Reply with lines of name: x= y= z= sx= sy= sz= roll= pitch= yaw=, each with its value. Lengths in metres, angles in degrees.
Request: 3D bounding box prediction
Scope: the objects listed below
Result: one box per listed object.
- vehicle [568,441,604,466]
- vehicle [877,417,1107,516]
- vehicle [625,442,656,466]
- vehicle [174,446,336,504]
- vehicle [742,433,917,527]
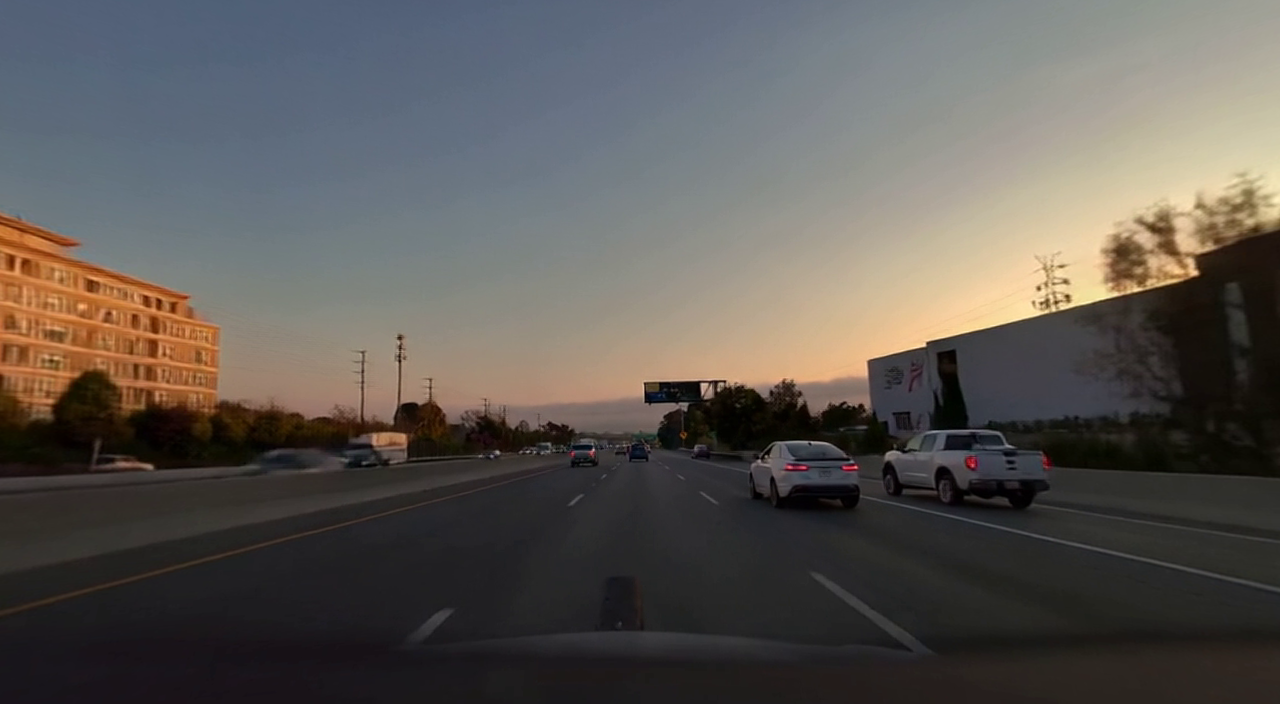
vehicle: x=-3.977 y=7.578 z=47.329 sx=2.256 sy=1.756 sz=4.745 roll=0 pitch=-9 yaw=0
vehicle: x=7.337 y=2.453 z=13.974 sx=2.176 sy=1.793 sz=4.841 roll=0 pitch=-9 yaw=-1
vehicle: x=0.009 y=7.479 z=46.481 sx=2.191 sy=1.685 sz=4.015 roll=0 pitch=-9 yaw=-1
vehicle: x=-11.078 y=3.532 z=18.671 sx=1.888 sy=1.486 sz=4.616 roll=0 pitch=-9 yaw=0
vehicle: x=3.465 y=2.444 z=12.616 sx=1.987 sy=1.509 sz=4.512 roll=0 pitch=-9 yaw=-1
